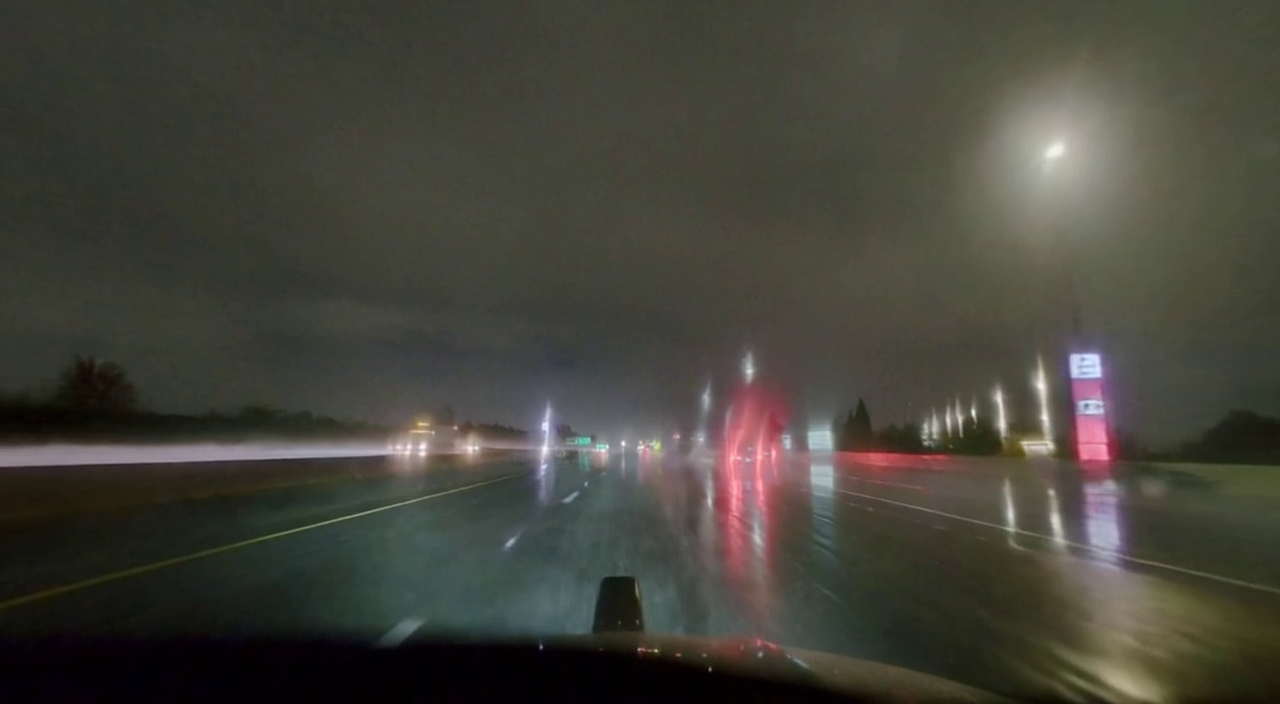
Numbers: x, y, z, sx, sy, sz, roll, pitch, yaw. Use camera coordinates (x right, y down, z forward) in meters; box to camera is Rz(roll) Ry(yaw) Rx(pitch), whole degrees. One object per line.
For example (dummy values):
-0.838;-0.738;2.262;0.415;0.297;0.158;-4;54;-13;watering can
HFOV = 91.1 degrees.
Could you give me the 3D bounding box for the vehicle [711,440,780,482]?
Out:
4.183;4.418;25.577;1.984;1.540;3.973;0;-9;-1;vehicle
